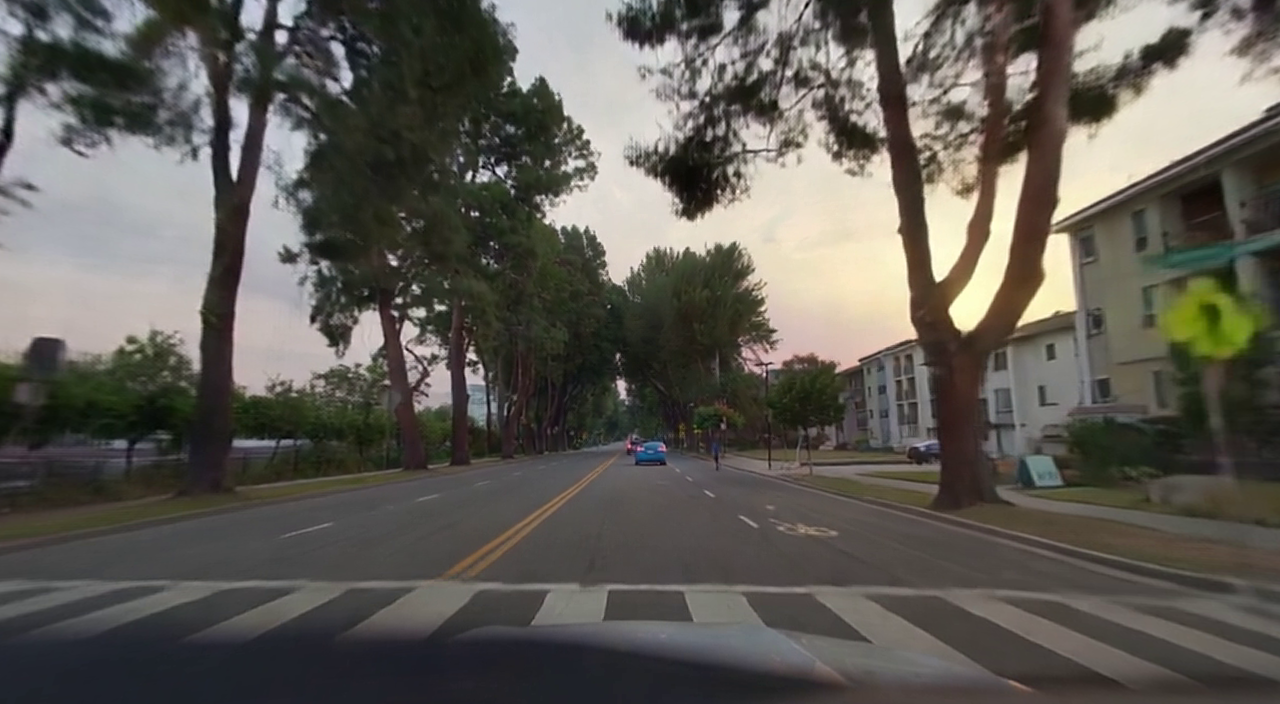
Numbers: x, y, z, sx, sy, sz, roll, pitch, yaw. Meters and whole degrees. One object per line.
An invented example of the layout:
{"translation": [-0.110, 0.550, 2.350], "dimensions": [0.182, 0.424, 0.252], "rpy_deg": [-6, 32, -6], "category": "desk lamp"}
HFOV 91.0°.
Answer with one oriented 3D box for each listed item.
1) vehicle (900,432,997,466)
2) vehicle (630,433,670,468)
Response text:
{"translation": [17.178, 5.429, 35.215], "dimensions": [4.237, 1.819, 2.245], "rpy_deg": [0, -8, 0], "category": "vehicle"}
{"translation": [0.461, 5.079, 32.655], "dimensions": [1.981, 1.703, 3.691], "rpy_deg": [0, -8, -1], "category": "vehicle"}
